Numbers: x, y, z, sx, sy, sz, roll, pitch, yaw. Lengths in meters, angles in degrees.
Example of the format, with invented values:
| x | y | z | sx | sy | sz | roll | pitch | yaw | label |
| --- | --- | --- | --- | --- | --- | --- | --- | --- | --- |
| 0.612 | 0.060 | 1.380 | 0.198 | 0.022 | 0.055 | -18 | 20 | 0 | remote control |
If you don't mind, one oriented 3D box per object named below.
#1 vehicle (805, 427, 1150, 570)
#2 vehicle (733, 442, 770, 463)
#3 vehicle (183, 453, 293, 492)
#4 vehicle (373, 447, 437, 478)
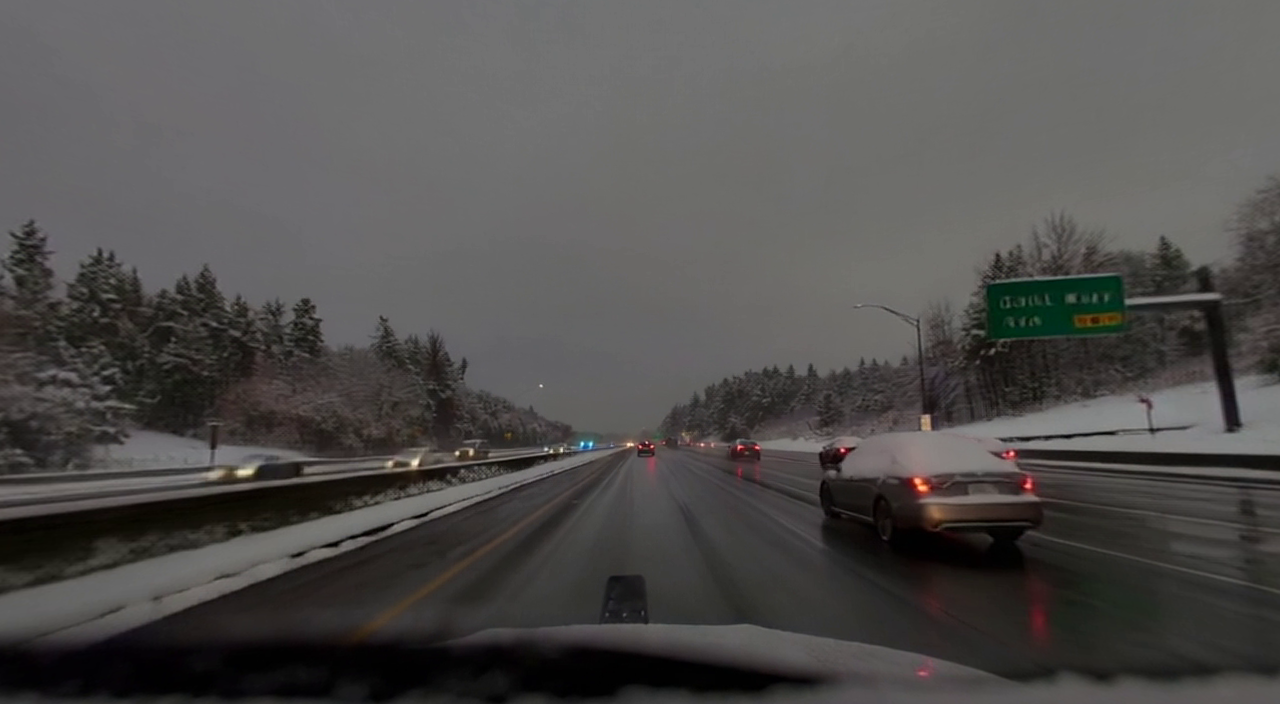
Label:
| x | y | z | sx | sy | sz | roll | pitch | yaw | label |
| --- | --- | --- | --- | --- | --- | --- | --- | --- | --- |
| 4.233 | 1.924 | 9.239 | 2.223 | 1.483 | 5.075 | 0 | -9 | 0 | vehicle |
| 8.152 | 7.421 | 46.567 | 1.919 | 1.476 | 4.303 | 0 | -9 | -1 | vehicle |
| -17.462 | 5.222 | 27.737 | 1.882 | 1.477 | 4.563 | 0 | -9 | -1 | vehicle |
| -12.839 | 6.022 | 34.727 | 1.875 | 1.591 | 4.102 | 0 | -9 | 0 | vehicle |
